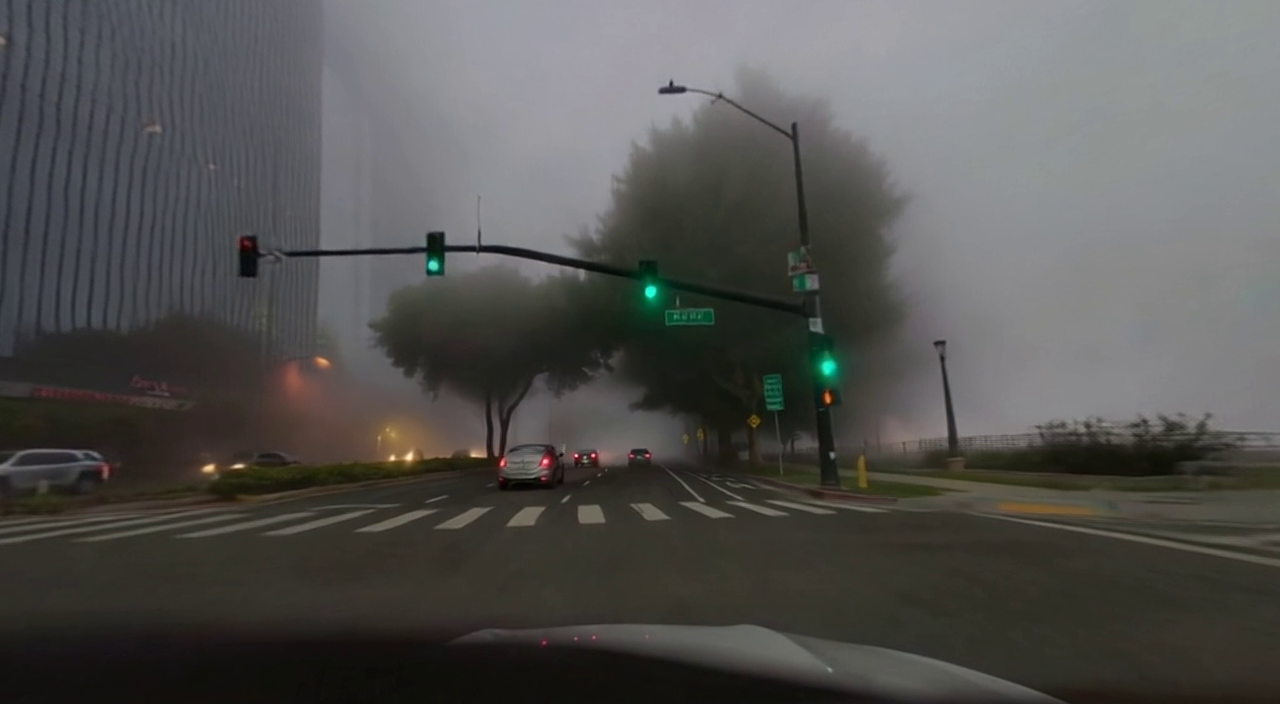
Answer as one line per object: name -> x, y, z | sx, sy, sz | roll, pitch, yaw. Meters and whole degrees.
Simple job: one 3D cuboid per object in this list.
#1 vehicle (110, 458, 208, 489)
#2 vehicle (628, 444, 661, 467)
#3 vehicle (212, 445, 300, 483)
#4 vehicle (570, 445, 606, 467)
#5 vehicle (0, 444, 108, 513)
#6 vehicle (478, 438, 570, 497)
vehicle -> -26.682, 6.734, 35.290 | 1.972, 1.436, 4.502 | 0, -8, 0
vehicle -> 0.235, 6.927, 42.463 | 2.102, 1.482, 4.125 | 0, -8, -1
vehicle -> -20.478, 5.954, 33.926 | 2.068, 1.848, 4.247 | 0, -8, 0
vehicle -> -3.631, 7.365, 44.942 | 2.088, 1.430, 4.482 | 0, -8, 1
vehicle -> -17.183, 3.347, 16.949 | 1.926, 1.711, 4.516 | 0, -8, -1
vehicle -> -3.304, 3.363, 18.790 | 1.983, 1.545, 3.773 | 0, -8, 0
